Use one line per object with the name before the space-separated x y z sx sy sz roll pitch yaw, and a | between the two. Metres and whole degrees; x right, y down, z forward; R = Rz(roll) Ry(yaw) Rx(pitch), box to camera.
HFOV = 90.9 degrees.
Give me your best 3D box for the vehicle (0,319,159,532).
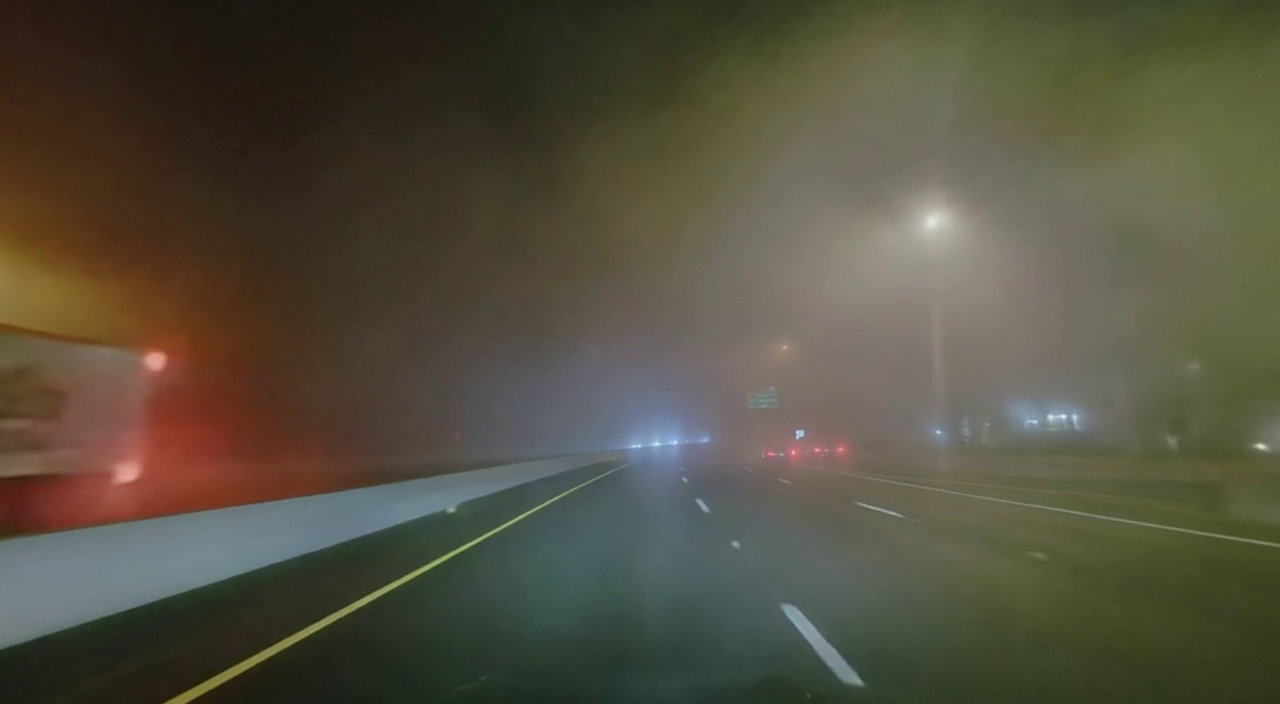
vehicle | -14.623 0.853 8.420 2.913 4.308 16.896 0 -8 1
